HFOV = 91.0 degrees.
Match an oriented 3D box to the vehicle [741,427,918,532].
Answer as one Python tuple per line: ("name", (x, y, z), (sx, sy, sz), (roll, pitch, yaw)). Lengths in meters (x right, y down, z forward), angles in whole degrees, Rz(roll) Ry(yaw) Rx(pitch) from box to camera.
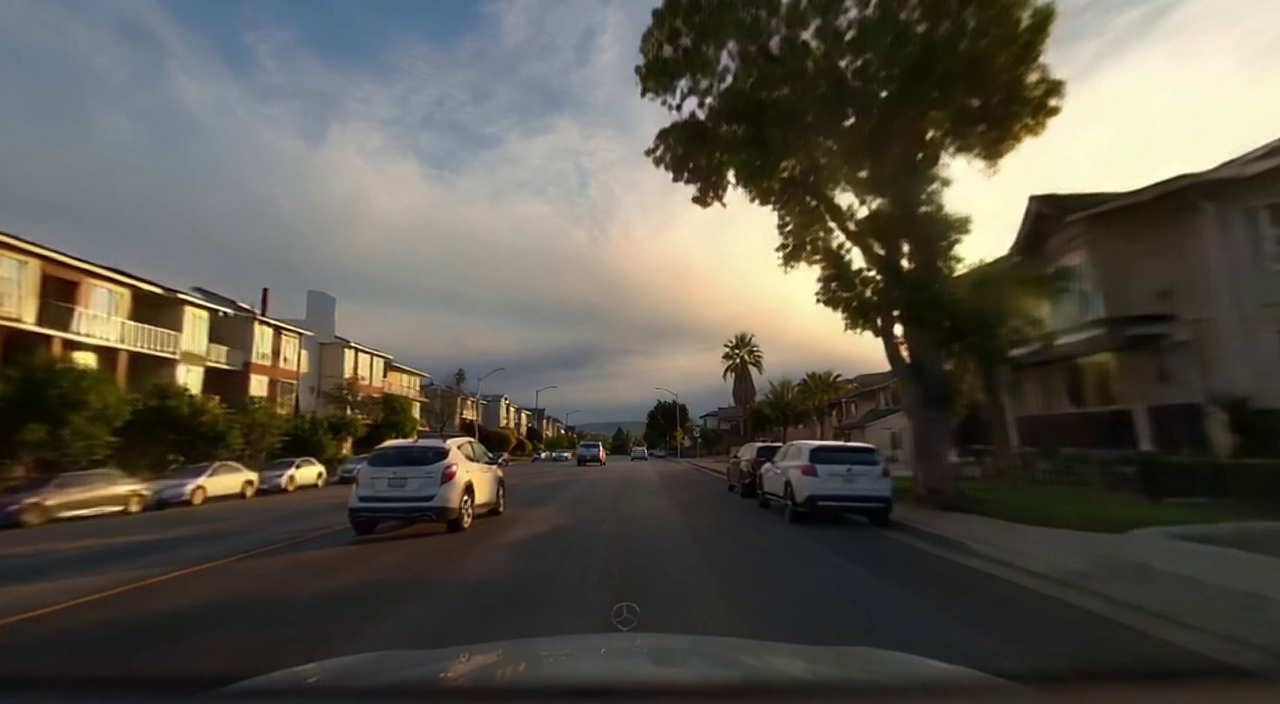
("vehicle", (3.707, 2.605, 13.626), (2.125, 1.768, 5.544), (0, -9, 0))

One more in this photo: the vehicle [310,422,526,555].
("vehicle", (-3.173, 2.021, 9.990), (1.929, 1.651, 3.948), (0, -9, 0))

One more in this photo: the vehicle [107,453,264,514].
("vehicle", (-13.785, 3.961, 19.475), (1.812, 1.467, 4.253), (-4, -8, -2))

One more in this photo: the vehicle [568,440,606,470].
("vehicle", (-3.408, 6.721, 41.277), (1.994, 1.810, 5.057), (0, -9, 1))

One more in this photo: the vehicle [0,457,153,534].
("vehicle", (-13.731, 3.167, 14.394), (1.787, 1.461, 4.367), (0, -9, -2))
